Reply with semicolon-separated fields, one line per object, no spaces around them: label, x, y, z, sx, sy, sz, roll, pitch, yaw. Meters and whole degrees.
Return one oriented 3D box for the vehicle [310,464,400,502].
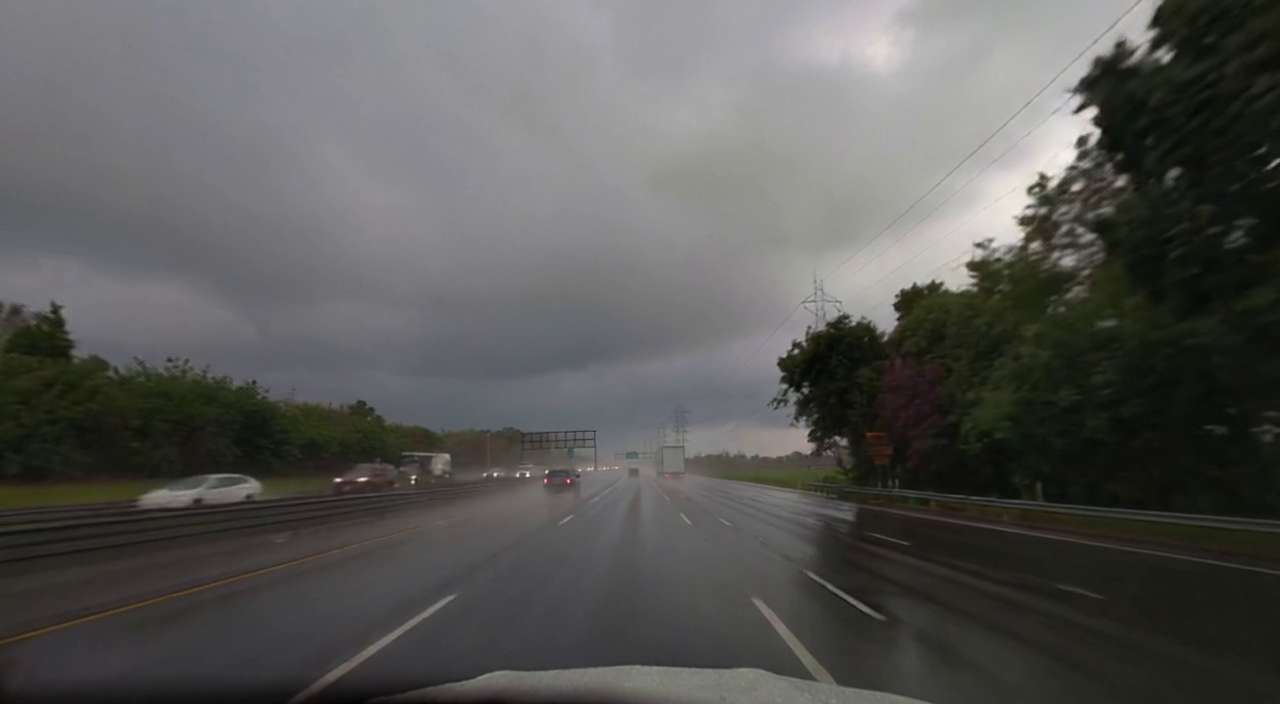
vehicle;-12.435;5.728;27.801;1.922;1.495;4.213;1;-11;0

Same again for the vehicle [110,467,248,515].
vehicle;-15.988;4.823;22.155;1.825;1.468;3.919;1;-11;0

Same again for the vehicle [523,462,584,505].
vehicle;-3.495;5.417;26.191;1.942;1.597;3.943;1;-11;0
